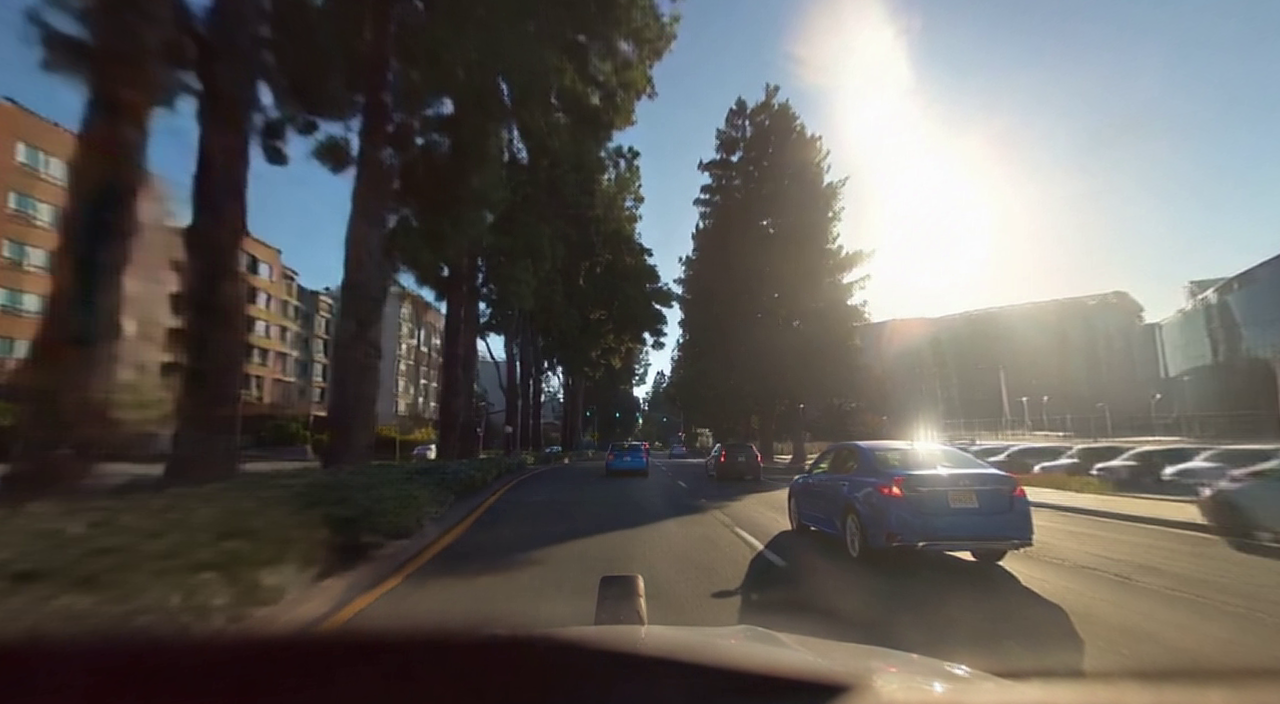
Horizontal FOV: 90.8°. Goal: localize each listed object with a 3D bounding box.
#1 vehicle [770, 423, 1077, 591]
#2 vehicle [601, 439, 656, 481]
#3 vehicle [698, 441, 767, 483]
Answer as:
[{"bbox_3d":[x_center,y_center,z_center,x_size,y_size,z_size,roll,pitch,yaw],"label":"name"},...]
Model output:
[{"bbox_3d":[2.979,1.695,7.695,1.852,1.498,3.825,0,-9,-2],"label":"vehicle"},{"bbox_3d":[-0.421,4.187,24.727,1.994,1.479,3.647,0,-9,-1],"label":"vehicle"},{"bbox_3d":[3.422,4.180,24.233,1.908,1.453,4.230,0,-9,-1],"label":"vehicle"}]
